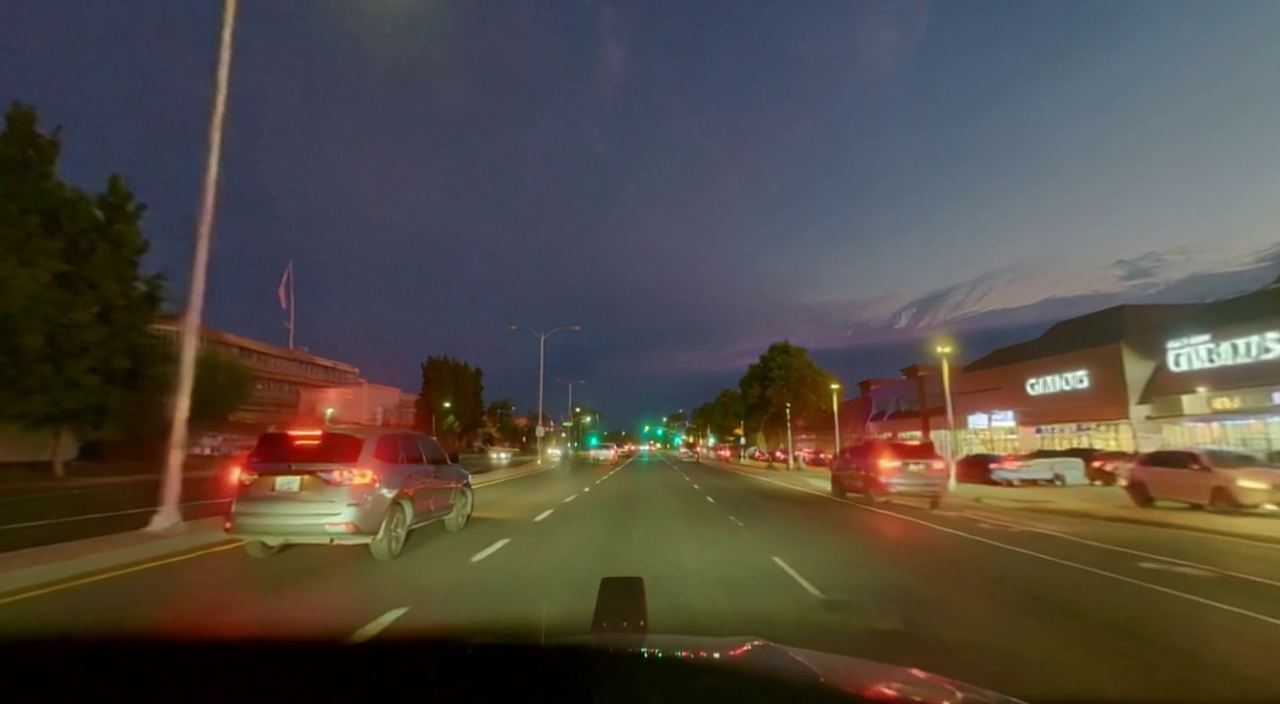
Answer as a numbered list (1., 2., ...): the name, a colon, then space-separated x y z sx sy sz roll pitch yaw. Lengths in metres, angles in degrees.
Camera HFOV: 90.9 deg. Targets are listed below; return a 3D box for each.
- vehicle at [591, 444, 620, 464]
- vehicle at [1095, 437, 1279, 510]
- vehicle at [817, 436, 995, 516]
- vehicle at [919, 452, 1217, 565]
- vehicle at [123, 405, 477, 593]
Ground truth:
1. vehicle: -2.628 7.928 49.086 2.005 1.446 4.265 0 -9 1
2. vehicle: 15.104 3.045 16.086 5.326 1.690 2.007 -8 -12 42
3. vehicle: 6.855 3.255 17.277 2.335 1.790 5.991 0 -9 1
4. vehicle: 6.629 2.416 10.592 1.888 1.425 4.547 0 -9 1
5. vehicle: -3.528 1.594 7.609 1.983 1.635 3.957 0 -9 1
